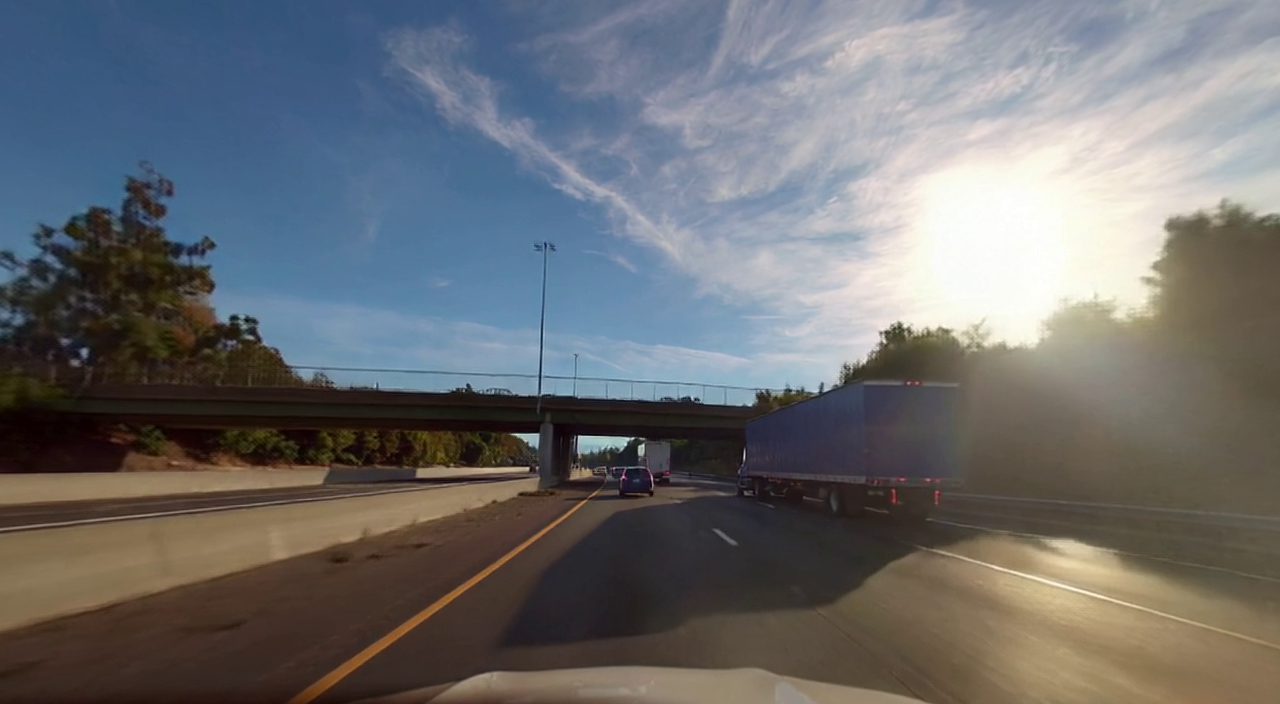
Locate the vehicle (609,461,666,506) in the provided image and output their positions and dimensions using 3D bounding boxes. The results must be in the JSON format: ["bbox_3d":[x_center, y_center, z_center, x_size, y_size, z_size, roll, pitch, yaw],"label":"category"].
[{"bbox_3d":[-0.094,5.116,24.704,2.067,1.552,3.601,1,-11,-1],"label":"vehicle"}]

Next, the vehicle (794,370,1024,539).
[{"bbox_3d":[6.922,2.984,18.032,2.839,3.684,8.091,1,-11,-1],"label":"vehicle"}]
